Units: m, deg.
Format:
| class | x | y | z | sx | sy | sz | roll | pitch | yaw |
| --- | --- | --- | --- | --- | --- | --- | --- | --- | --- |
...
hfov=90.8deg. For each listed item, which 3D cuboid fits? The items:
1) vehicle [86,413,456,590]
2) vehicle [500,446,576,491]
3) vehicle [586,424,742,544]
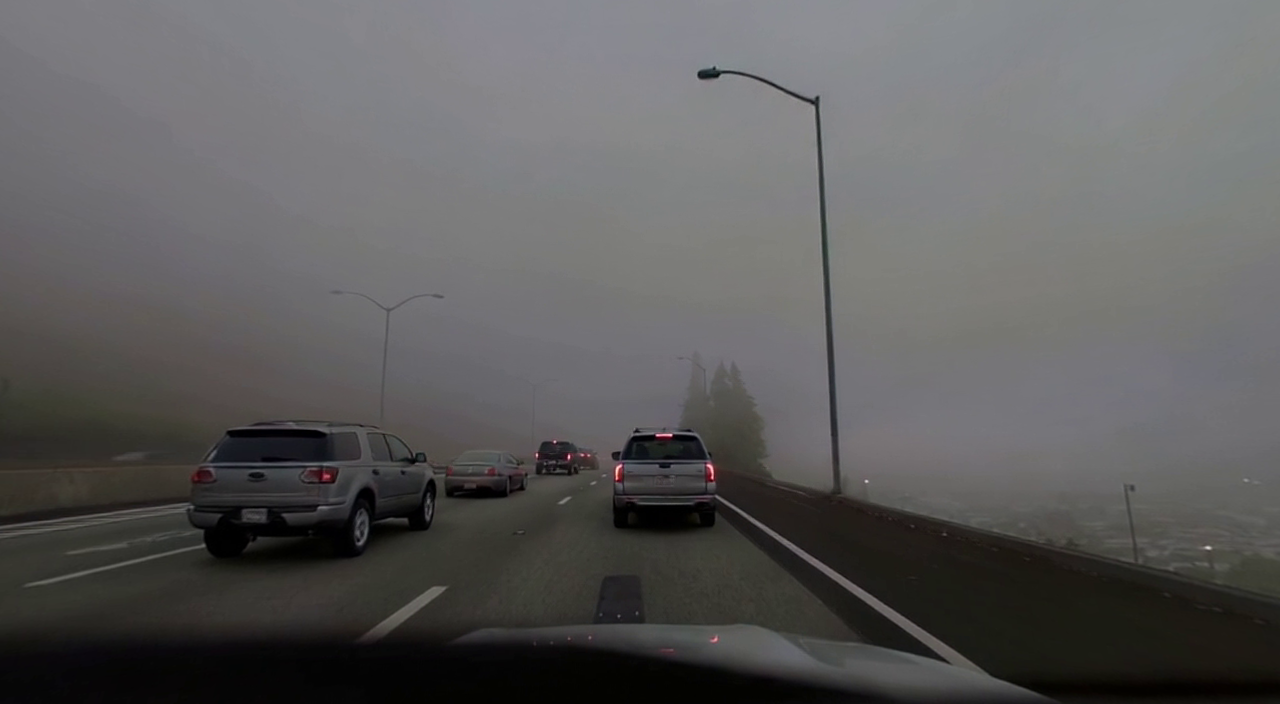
| class | x | y | z | sx | sy | sz | roll | pitch | yaw |
| --- | --- | --- | --- | --- | --- | --- | --- | --- | --- |
| vehicle | -4.247 | 1.777 | 8.370 | 2.076 | 1.688 | 4.334 | -1 | -9 | 3 |
| vehicle | -3.620 | 4.220 | 23.235 | 1.868 | 1.470 | 4.105 | -1 | -9 | 4 |
| vehicle | 0.414 | 2.251 | 11.411 | 2.235 | 1.716 | 4.435 | -1 | -9 | 2 |
